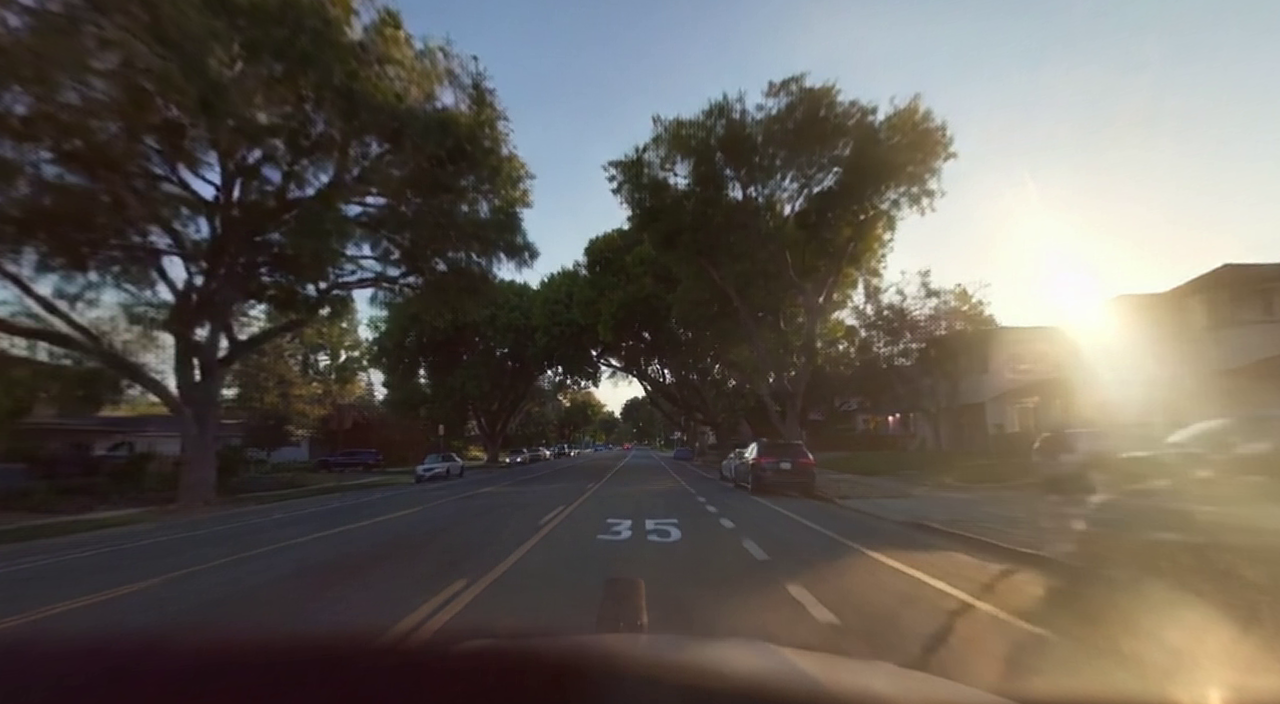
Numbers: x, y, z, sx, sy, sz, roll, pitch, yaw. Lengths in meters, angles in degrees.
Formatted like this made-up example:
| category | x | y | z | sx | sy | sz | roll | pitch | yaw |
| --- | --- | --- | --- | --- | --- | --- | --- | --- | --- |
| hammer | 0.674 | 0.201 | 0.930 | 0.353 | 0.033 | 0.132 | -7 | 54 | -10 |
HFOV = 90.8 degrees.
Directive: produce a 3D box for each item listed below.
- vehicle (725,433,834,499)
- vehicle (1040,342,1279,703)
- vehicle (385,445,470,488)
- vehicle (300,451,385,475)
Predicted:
| category | x | y | z | sx | sy | sz | roll | pitch | yaw |
| --- | --- | --- | --- | --- | --- | --- | --- | --- | --- |
| vehicle | 4.160 | 3.496 | 19.825 | 2.254 | 1.812 | 4.817 | 0 | -8 | -1 |
| vehicle | 3.998 | 0.802 | 2.038 | 2.169 | 1.914 | 4.791 | 0 | -8 | -1 |
| vehicle | -10.650 | 5.739 | 32.276 | 2.338 | 1.871 | 5.795 | -2 | -8 | 0 |
| vehicle | -19.181 | 7.144 | 40.848 | 4.530 | 1.477 | 1.843 | 0 | -8 | -1 |
